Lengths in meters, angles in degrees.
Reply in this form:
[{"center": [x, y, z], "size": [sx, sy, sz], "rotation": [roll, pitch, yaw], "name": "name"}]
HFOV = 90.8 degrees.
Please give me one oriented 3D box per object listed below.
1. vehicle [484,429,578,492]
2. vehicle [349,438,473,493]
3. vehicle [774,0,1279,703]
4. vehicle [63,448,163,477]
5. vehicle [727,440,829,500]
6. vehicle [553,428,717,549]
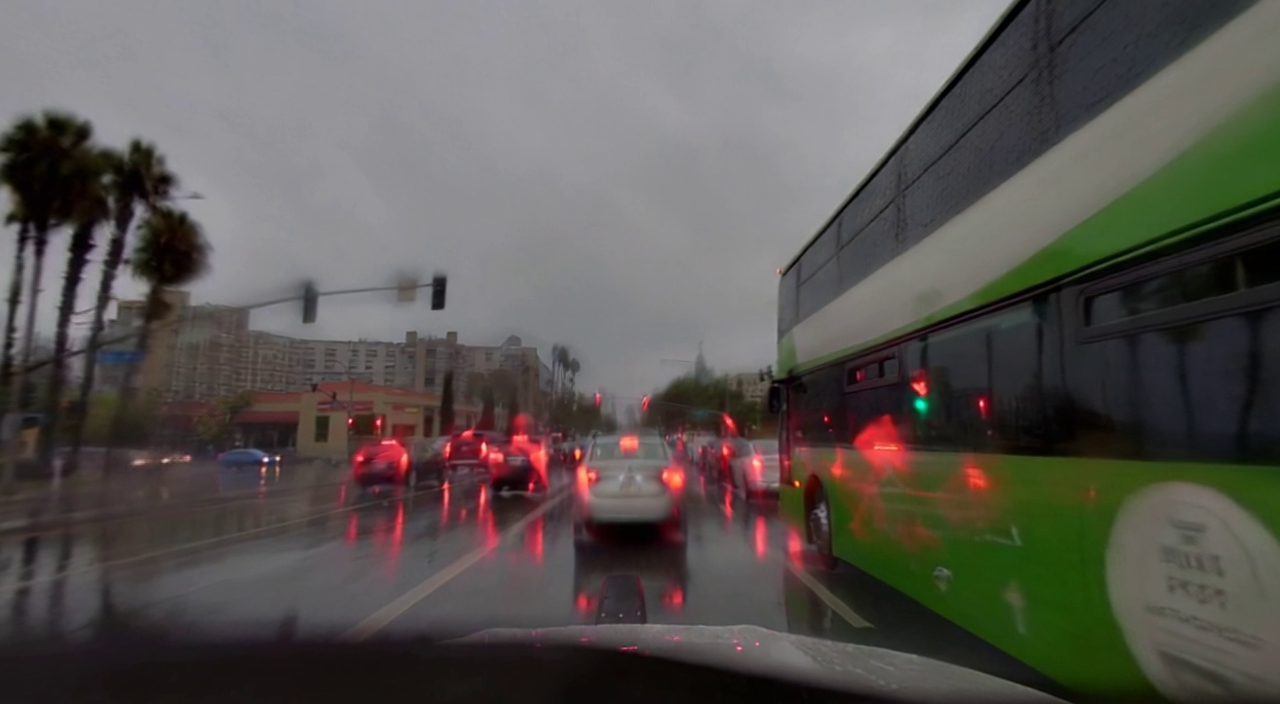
[{"center": [-3.246, 3.360, 19.827], "size": [2.020, 1.721, 4.366], "rotation": [-1, -9, 2], "name": "vehicle"}, {"center": [-6.894, 3.457, 19.694], "size": [1.927, 1.480, 4.832], "rotation": [0, -9, 2], "name": "vehicle"}, {"center": [3.542, -0.232, 2.783], "size": [2.970, 4.015, 13.606], "rotation": [0, -9, 0], "name": "vehicle"}, {"center": [-35.495, 7.436, 42.651], "size": [4.737, 1.845, 1.920], "rotation": [1, -9, -6], "name": "vehicle"}, {"center": [3.705, 3.242, 17.824], "size": [1.989, 1.467, 4.364], "rotation": [0, -9, 1], "name": "vehicle"}, {"center": [-0.067, 2.010, 9.920], "size": [2.060, 1.499, 3.831], "rotation": [0, -9, 0], "name": "vehicle"}]
